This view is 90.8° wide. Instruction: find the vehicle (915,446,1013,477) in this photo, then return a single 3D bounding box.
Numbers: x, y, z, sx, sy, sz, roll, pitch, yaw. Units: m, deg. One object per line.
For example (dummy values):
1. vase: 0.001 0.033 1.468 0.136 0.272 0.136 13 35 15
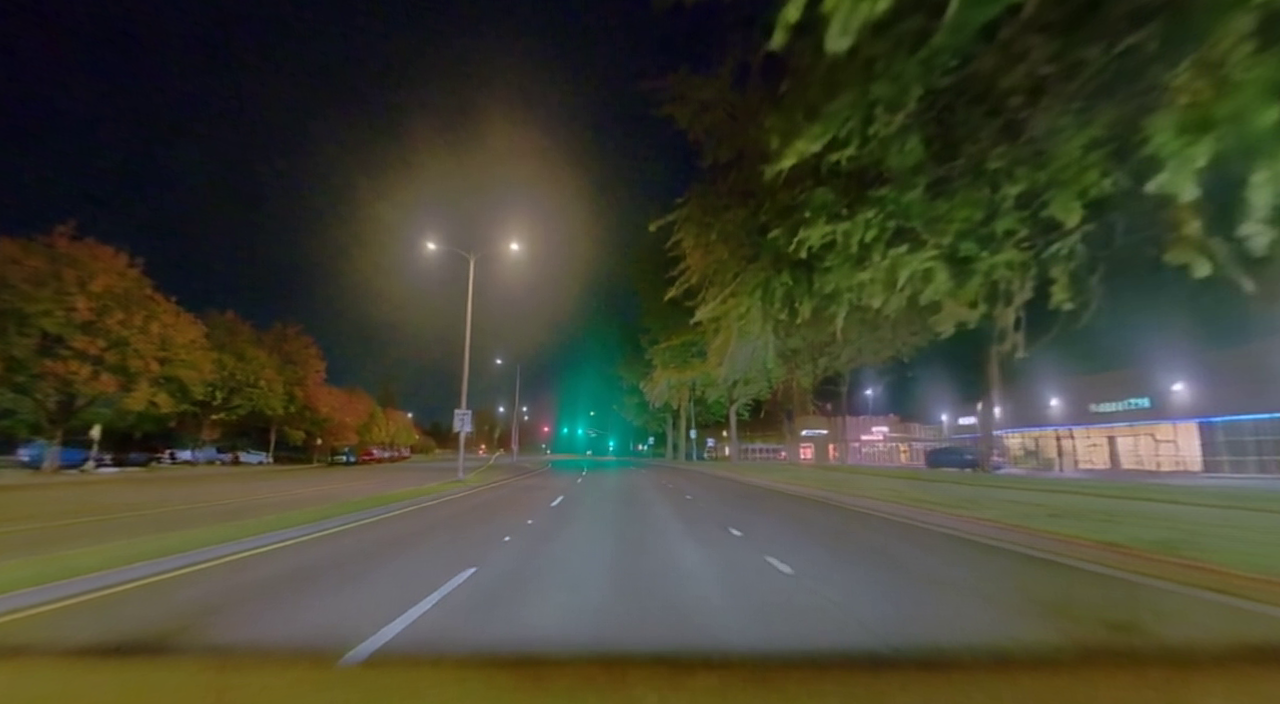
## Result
1. vehicle: 22.781 7.709 44.736 2.337 1.969 5.826 7 -11 -25
